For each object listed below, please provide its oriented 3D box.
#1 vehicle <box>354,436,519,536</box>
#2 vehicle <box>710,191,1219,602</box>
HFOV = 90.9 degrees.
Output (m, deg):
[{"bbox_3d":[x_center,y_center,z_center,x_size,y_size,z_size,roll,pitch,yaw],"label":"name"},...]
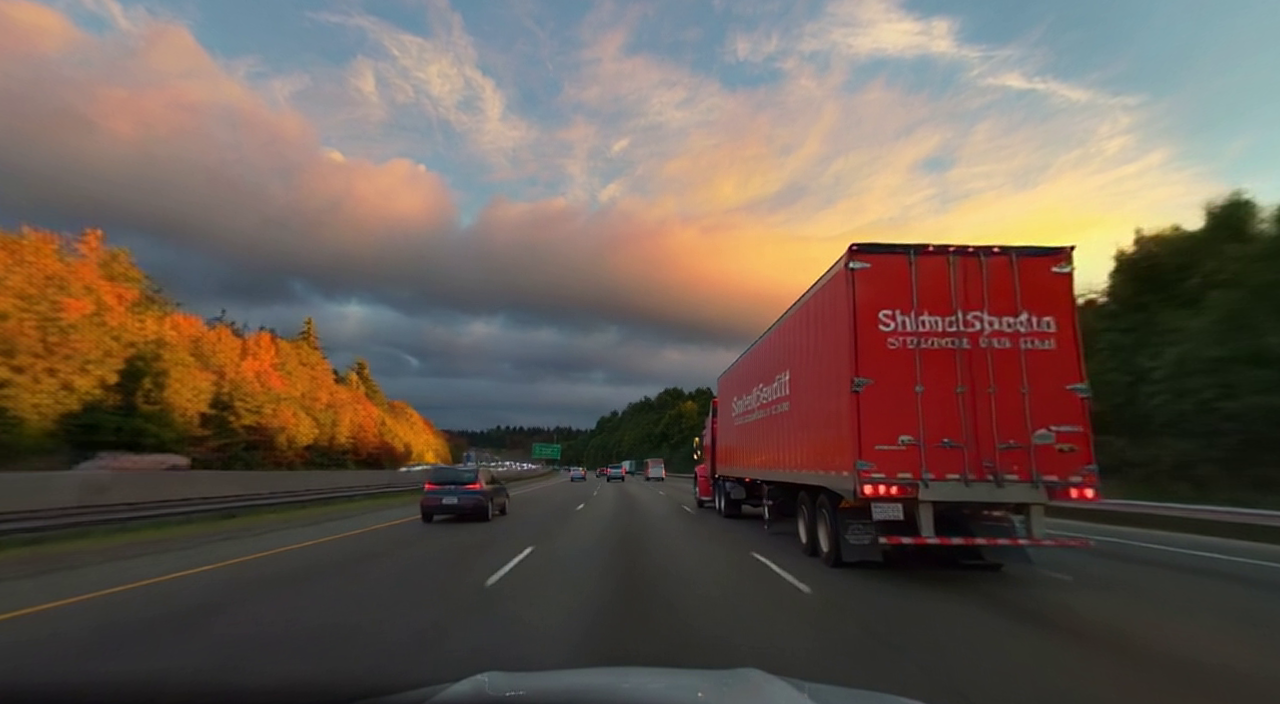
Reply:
[{"bbox_3d":[-4.122,2.849,13.748,2.070,1.775,4.646,1,-10,-1],"label":"vehicle"},{"bbox_3d":[4.037,1.614,13.475,2.992,4.300,13.967,1,-10,-2],"label":"vehicle"}]
